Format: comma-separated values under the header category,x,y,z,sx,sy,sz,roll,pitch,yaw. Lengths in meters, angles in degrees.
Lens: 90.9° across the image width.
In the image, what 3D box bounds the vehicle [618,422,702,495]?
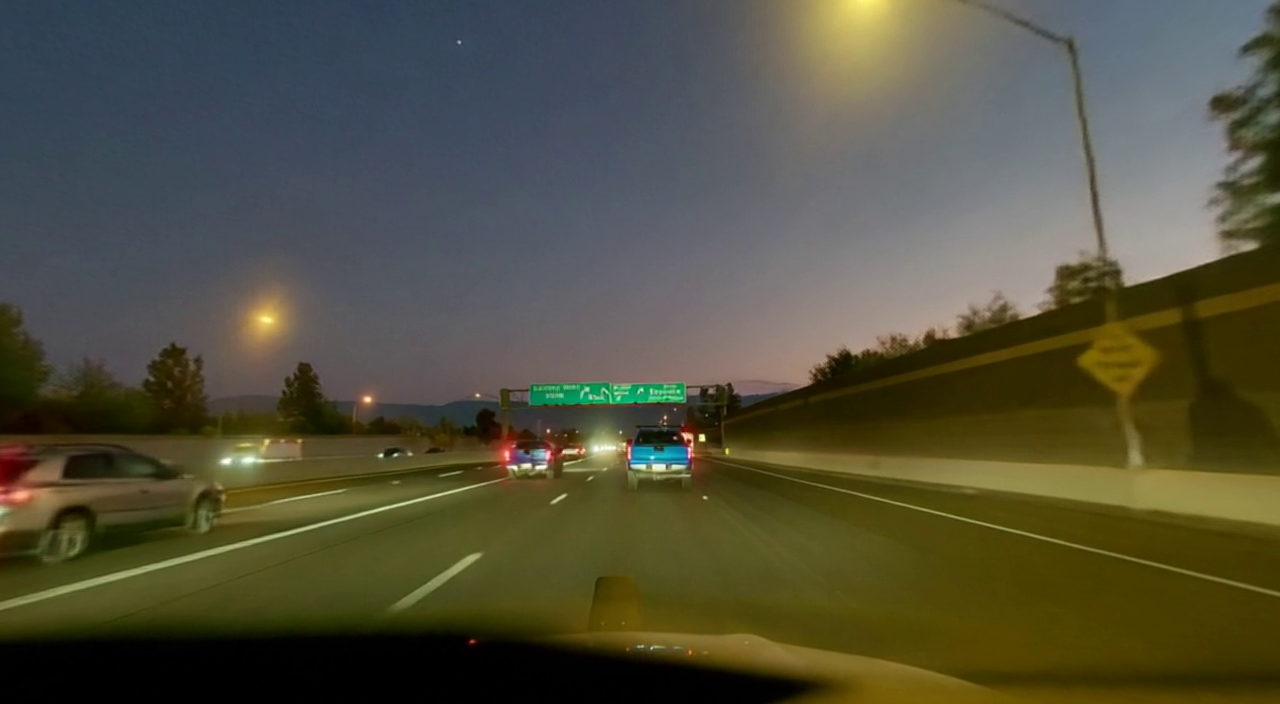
category,x,y,z,sx,sy,sz,roll,pitch,yaw
vehicle,0.501,3.008,18.105,2.083,1.792,4.782,0,-8,0

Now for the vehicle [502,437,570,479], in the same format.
category,x,y,z,sx,sy,sz,roll,pitch,yaw
vehicle,-4.264,4.401,26.528,1.961,1.591,4.756,0,-9,1

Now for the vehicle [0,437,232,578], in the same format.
category,x,y,z,sx,sy,sz,roll,pitch,yaw
vehicle,-7.737,1.814,7.842,2.081,1.463,4.749,0,-8,1

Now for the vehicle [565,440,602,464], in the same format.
category,x,y,z,sx,sy,sz,roll,pitch,yaw
vehicle,-3.849,6.927,43.695,2.061,1.584,4.290,0,-8,1
